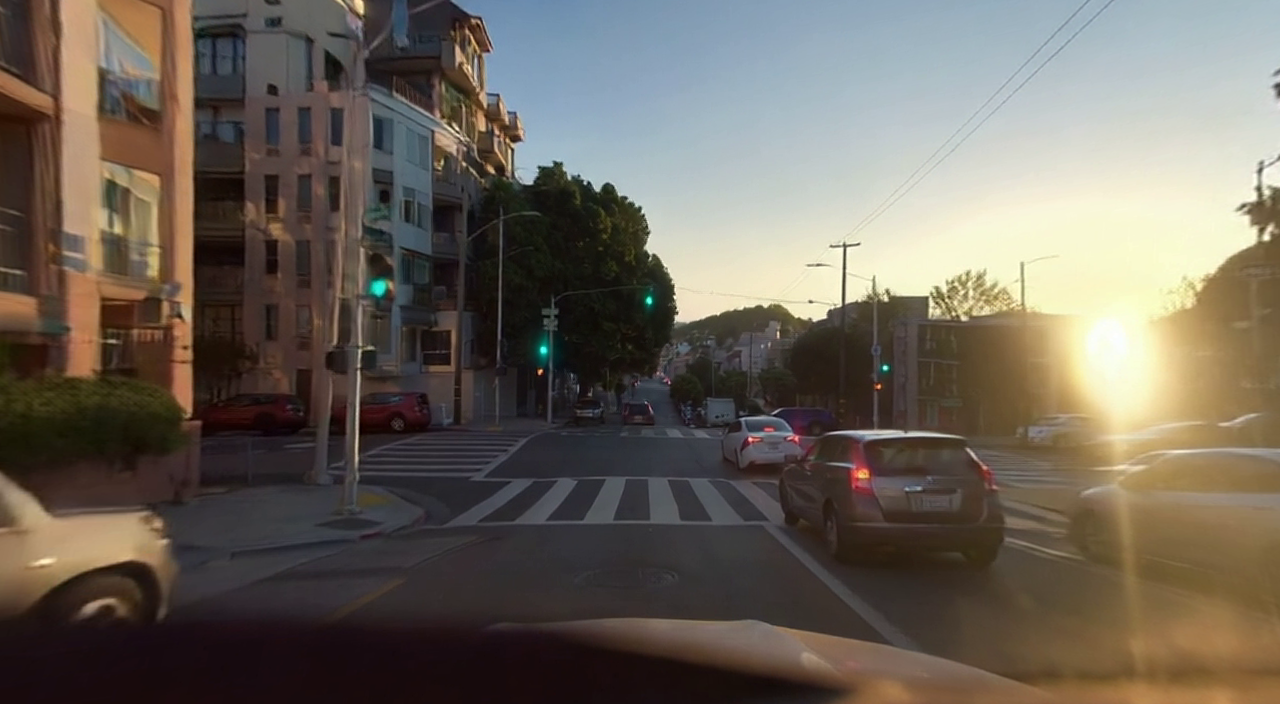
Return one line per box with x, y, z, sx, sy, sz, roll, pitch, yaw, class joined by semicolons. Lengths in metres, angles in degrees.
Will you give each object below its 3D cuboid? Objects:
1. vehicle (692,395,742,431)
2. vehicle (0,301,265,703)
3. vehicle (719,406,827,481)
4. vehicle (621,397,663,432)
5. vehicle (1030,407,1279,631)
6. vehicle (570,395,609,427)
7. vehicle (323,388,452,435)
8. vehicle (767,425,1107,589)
3.888;3.217;32.656;2.093;1.655;4.327;0;-9;1;vehicle
-3.577;0.639;1.767;2.016;1.885;4.723;0;-9;1;vehicle
3.327;2.285;16.562;1.970;1.490;4.016;0;-2;0;vehicle
0.126;3.048;30.273;1.923;1.460;3.923;0;-9;1;vehicle
6.085;1.459;5.908;1.999;1.752;4.502;0;-9;1;vehicle
-2.688;3.279;34.297;1.878;1.521;3.697;0;-9;-1;vehicle
-10.173;2.458;25.652;4.304;1.755;2.083;0;-9;1;vehicle
3.120;1.739;8.012;2.055;1.450;4.676;0;-9;0;vehicle
